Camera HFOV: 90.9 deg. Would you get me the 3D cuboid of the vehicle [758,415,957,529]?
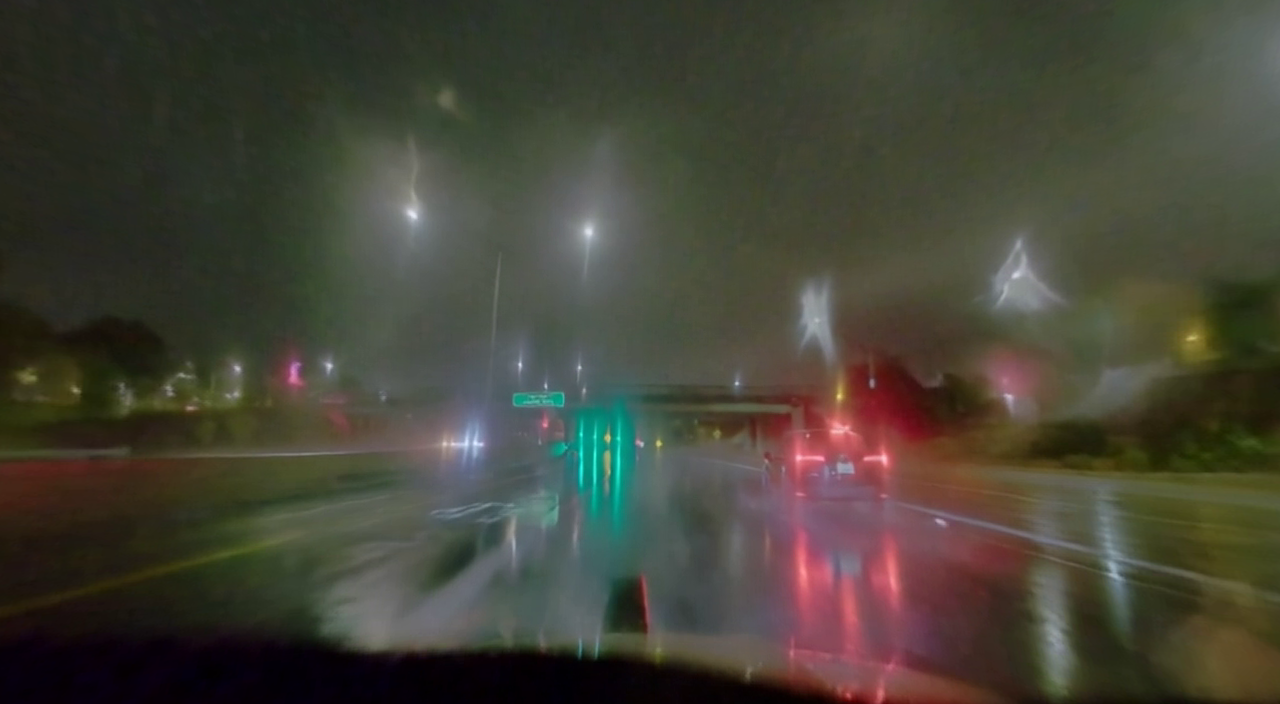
[{"bbox_3d":[3.715,2.155,11.930,2.039,1.701,4.834,0,-8,0],"label":"vehicle"}]
